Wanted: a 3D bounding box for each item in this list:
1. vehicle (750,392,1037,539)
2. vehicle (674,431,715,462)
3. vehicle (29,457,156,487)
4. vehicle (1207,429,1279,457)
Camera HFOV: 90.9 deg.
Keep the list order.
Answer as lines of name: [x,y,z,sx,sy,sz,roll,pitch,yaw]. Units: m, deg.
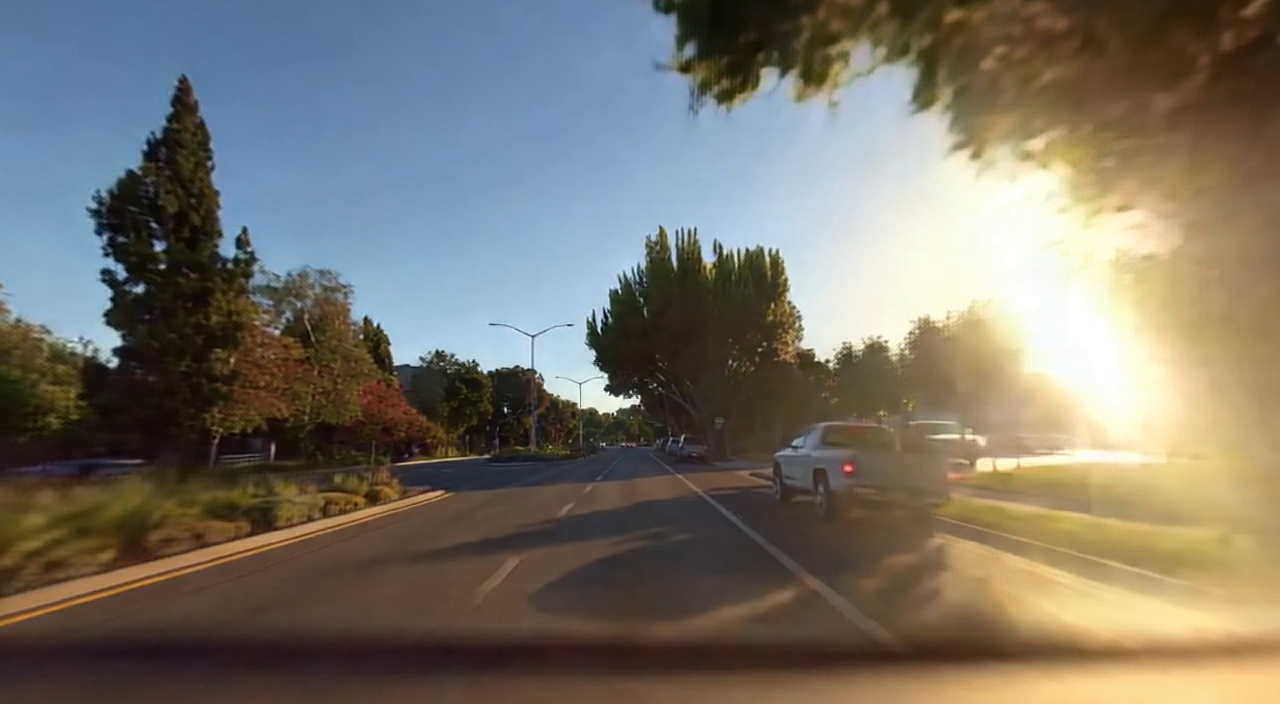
vehicle: [3.799,1.862,11.010,2.493,1.896,5.433,0,-8,-3]
vehicle: [3.456,6.076,40.534,2.144,1.848,4.159,0,-8,-2]
vehicle: [-29.045,6.376,33.565,4.719,1.433,1.995,0,-8,-5]
vehicle: [38.484,5.645,39.350,1.870,1.514,4.544,-5,-8,-1]
